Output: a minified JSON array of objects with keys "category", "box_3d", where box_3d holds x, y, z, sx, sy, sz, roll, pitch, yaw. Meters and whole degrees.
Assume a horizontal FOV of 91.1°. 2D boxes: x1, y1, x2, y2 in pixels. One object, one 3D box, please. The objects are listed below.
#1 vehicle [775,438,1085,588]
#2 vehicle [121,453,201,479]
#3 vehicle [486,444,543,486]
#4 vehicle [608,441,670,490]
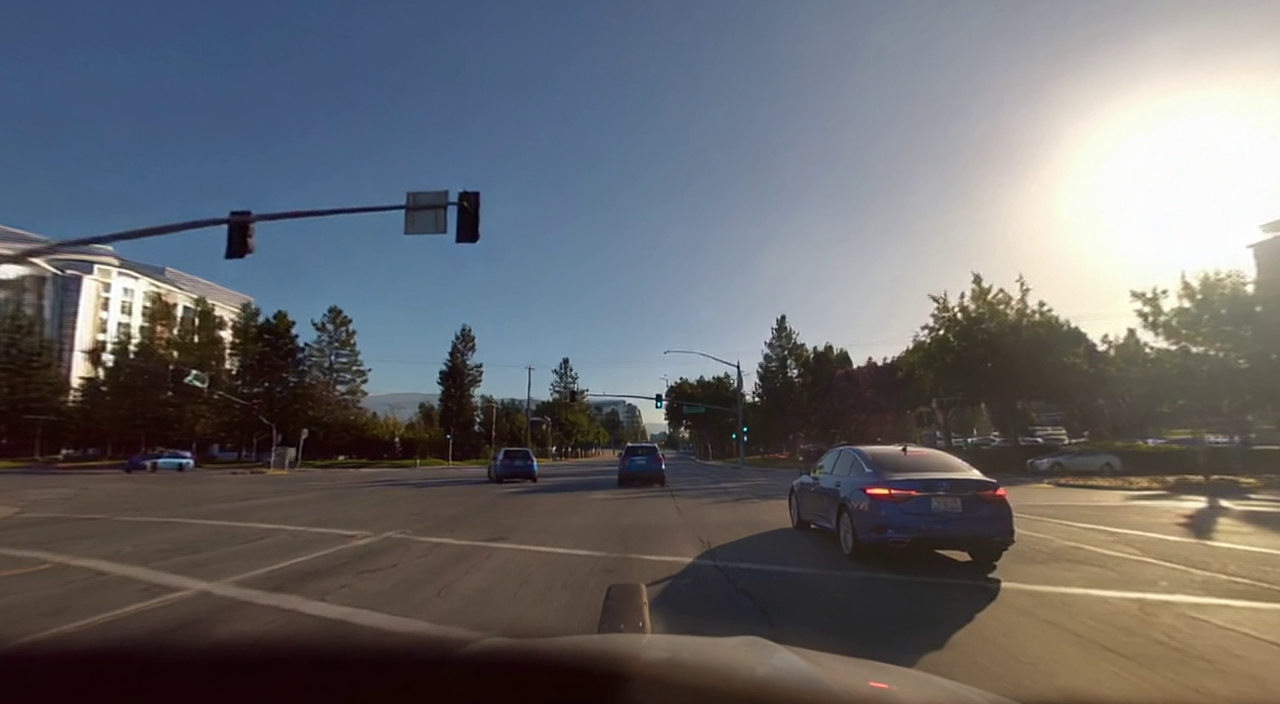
[{"category":"vehicle","box_3d":[3.377,1.941,8.562,2.056,1.468,4.520,0,-8,0]},{"category":"vehicle","box_3d":[-31.458,7.446,41.220,4.422,1.605,1.955,-3,-9,20]},{"category":"vehicle","box_3d":[-5.477,4.803,26.994,1.987,1.633,4.005,2,-9,-17]},{"category":"vehicle","box_3d":[-0.033,4.190,23.552,2.108,1.654,4.235,0,-8,0]}]
